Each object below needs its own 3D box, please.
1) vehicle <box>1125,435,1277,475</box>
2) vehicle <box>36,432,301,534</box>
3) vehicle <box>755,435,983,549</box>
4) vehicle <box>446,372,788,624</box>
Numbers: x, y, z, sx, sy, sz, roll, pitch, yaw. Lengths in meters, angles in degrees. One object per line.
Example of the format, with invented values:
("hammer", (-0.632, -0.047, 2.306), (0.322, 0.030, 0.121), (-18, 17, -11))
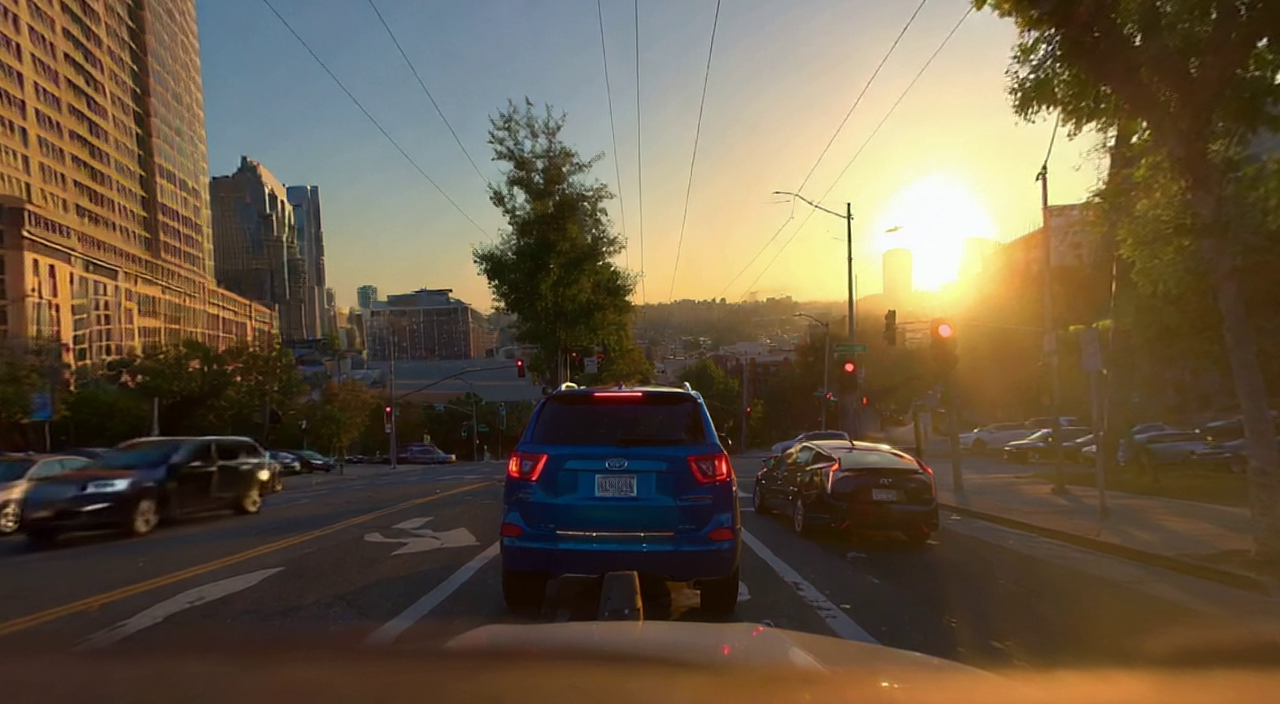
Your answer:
("vehicle", (22.127, 4.058, 24.994), (4.055, 1.469, 1.848), (-4, -9, 26))
("vehicle", (-9.202, 2.547, 12.885), (2.054, 1.722, 4.292), (0, -8, 0))
("vehicle", (3.290, 2.086, 10.087), (2.056, 1.422, 4.130), (0, -8, -1))
("vehicle", (-0.158, 1.364, 6.765), (2.453, 1.816, 4.300), (0, -8, 0))
